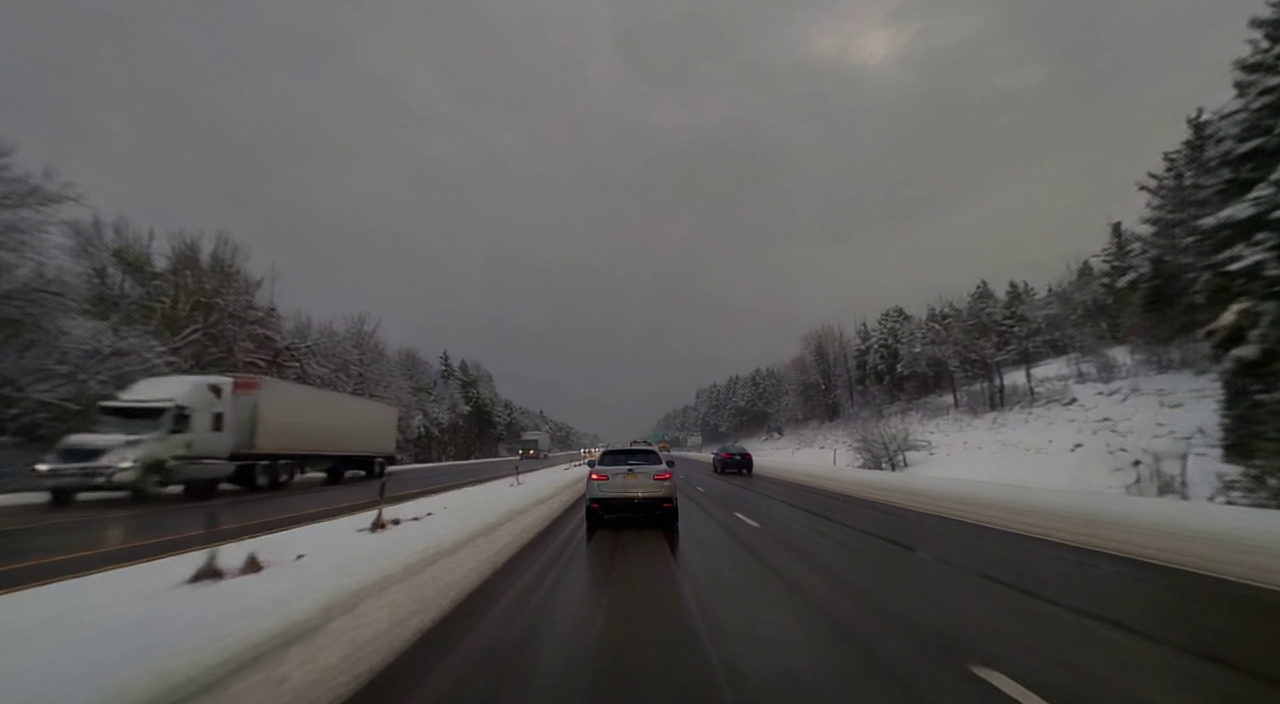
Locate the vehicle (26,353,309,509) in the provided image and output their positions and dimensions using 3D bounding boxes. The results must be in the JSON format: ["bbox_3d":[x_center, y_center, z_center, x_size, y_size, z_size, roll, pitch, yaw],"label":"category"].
[{"bbox_3d":[-13.612,2.471,19.204,3.152,3.893,6.812,0,-9,0],"label":"vehicle"}]

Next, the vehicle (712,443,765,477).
[{"bbox_3d":[4.724,5.233,30.728,1.931,1.516,3.995,0,-9,-1],"label":"vehicle"}]

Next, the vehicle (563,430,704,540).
[{"bbox_3d":[-0.139,2.255,11.202,2.088,1.580,3.657,0,-9,-1],"label":"vehicle"}]
